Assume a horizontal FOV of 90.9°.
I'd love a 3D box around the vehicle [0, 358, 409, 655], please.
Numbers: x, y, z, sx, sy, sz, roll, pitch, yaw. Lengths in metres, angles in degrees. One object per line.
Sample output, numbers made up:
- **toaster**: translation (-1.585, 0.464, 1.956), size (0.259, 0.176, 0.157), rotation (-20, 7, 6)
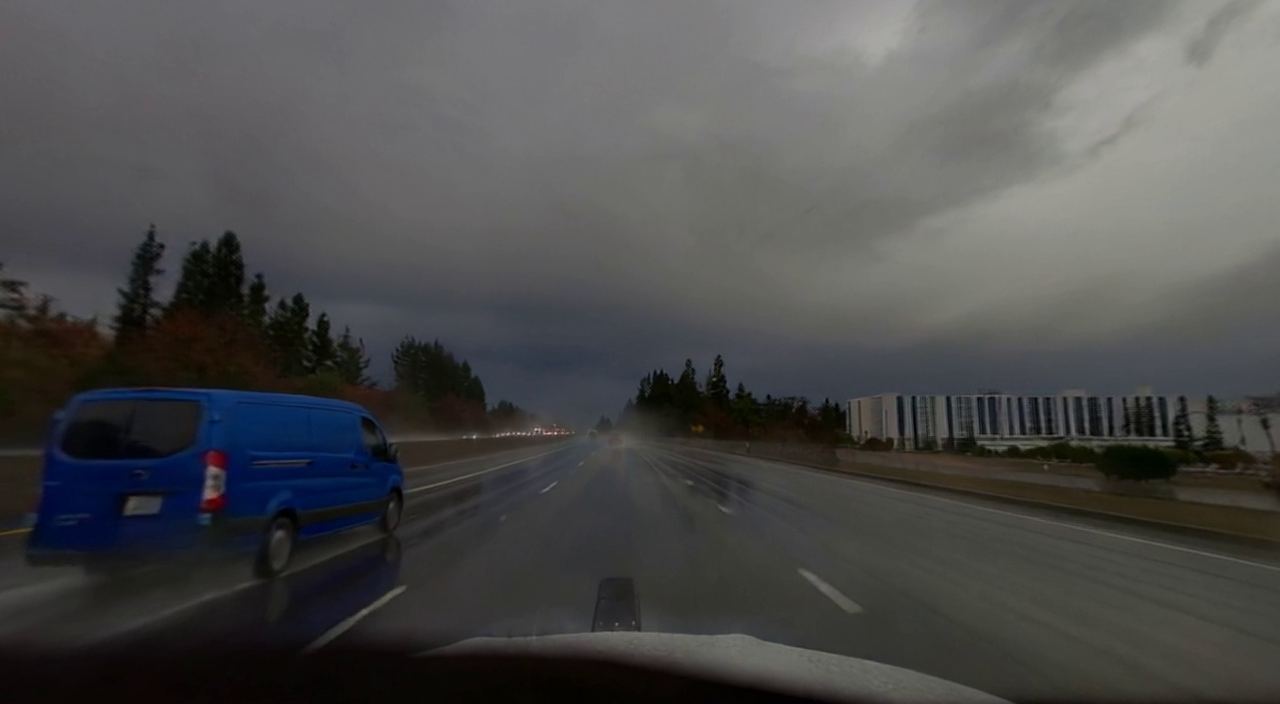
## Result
- **vehicle**: translation (-4.255, 1.254, 6.308), size (2.219, 1.827, 4.738), rotation (0, -8, -2)
